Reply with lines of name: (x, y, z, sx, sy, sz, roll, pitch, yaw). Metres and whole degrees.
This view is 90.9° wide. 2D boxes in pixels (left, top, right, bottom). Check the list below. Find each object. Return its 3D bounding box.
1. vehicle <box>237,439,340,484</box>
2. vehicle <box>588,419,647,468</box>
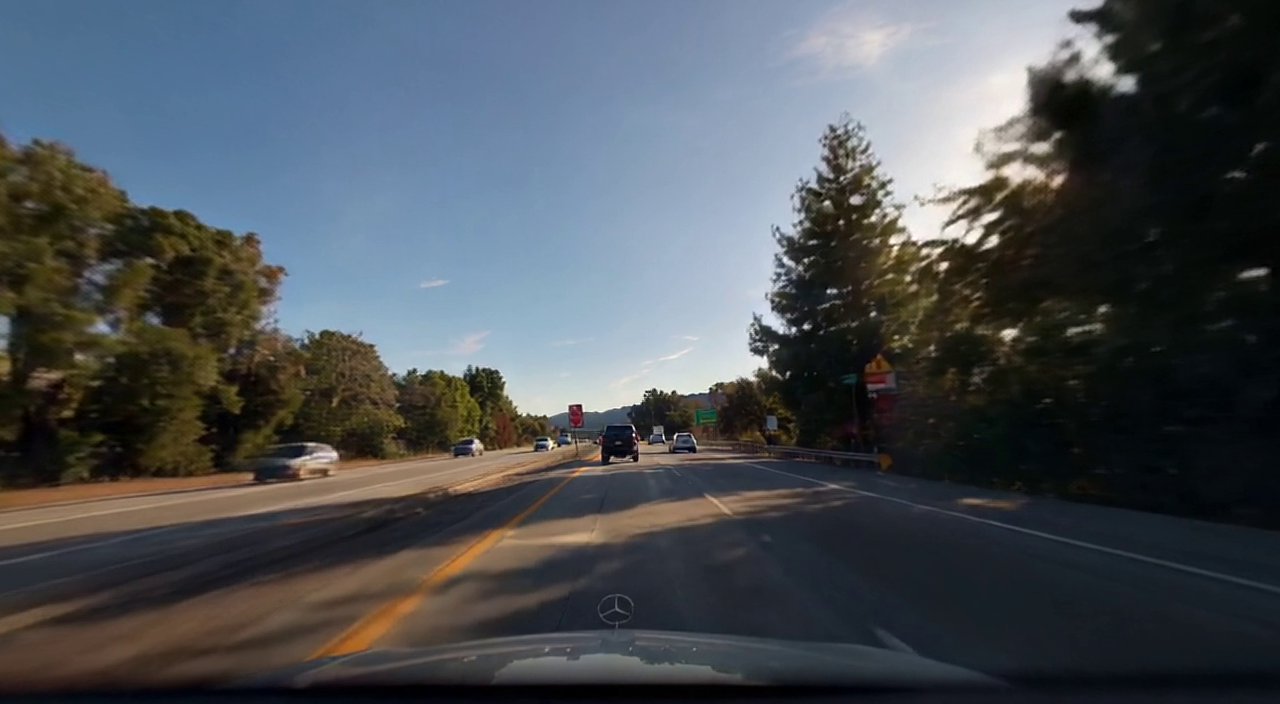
vehicle: (-14.140, 4.389, 25.618, 1.878, 1.649, 3.987, 0, -8, 0)
vehicle: (-1.011, 4.186, 29.003, 2.503, 2.044, 4.633, 0, -8, -1)
